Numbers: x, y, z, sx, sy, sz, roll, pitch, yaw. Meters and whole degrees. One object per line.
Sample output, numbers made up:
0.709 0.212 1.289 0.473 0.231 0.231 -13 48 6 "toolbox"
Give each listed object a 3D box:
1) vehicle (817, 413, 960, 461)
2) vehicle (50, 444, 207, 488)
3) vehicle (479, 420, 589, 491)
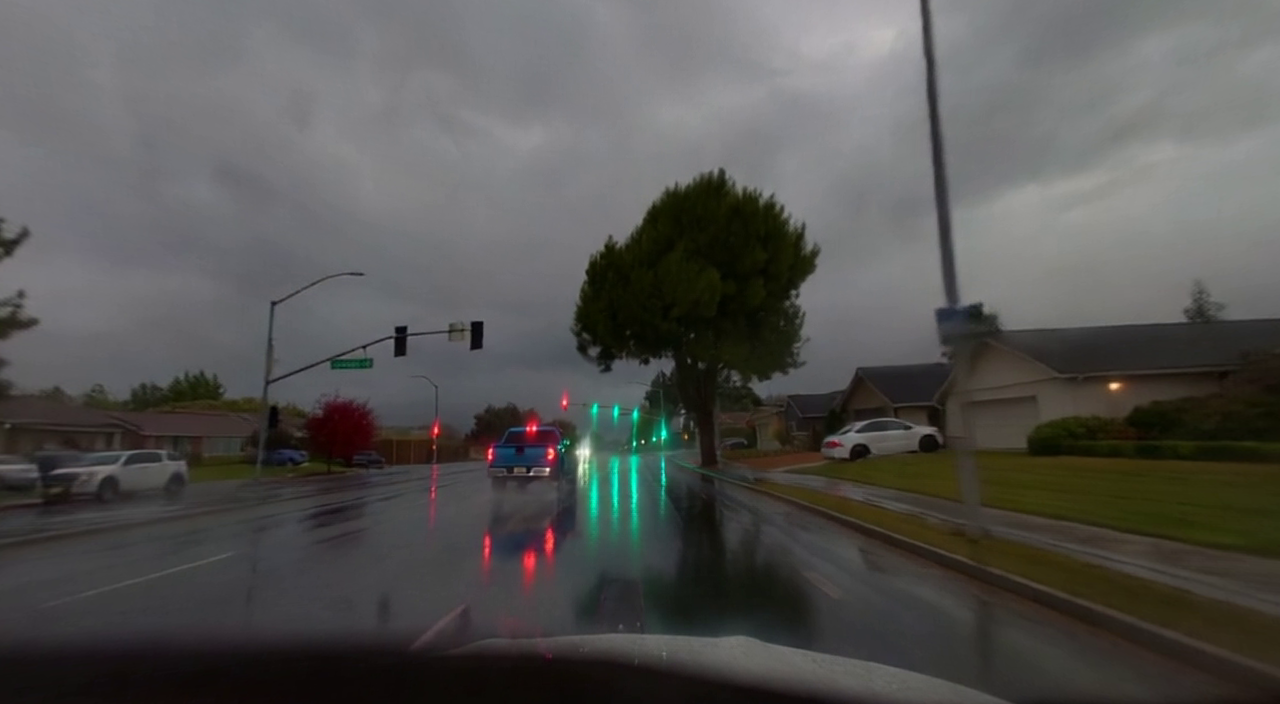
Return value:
10.040 3.480 25.776 4.882 1.839 2.243 1 -9 -7 "vehicle"
-21.305 4.741 26.490 4.669 1.745 2.156 0 -9 1 "vehicle"
-3.239 3.371 20.822 2.508 2.001 5.880 0 -9 1 "vehicle"
